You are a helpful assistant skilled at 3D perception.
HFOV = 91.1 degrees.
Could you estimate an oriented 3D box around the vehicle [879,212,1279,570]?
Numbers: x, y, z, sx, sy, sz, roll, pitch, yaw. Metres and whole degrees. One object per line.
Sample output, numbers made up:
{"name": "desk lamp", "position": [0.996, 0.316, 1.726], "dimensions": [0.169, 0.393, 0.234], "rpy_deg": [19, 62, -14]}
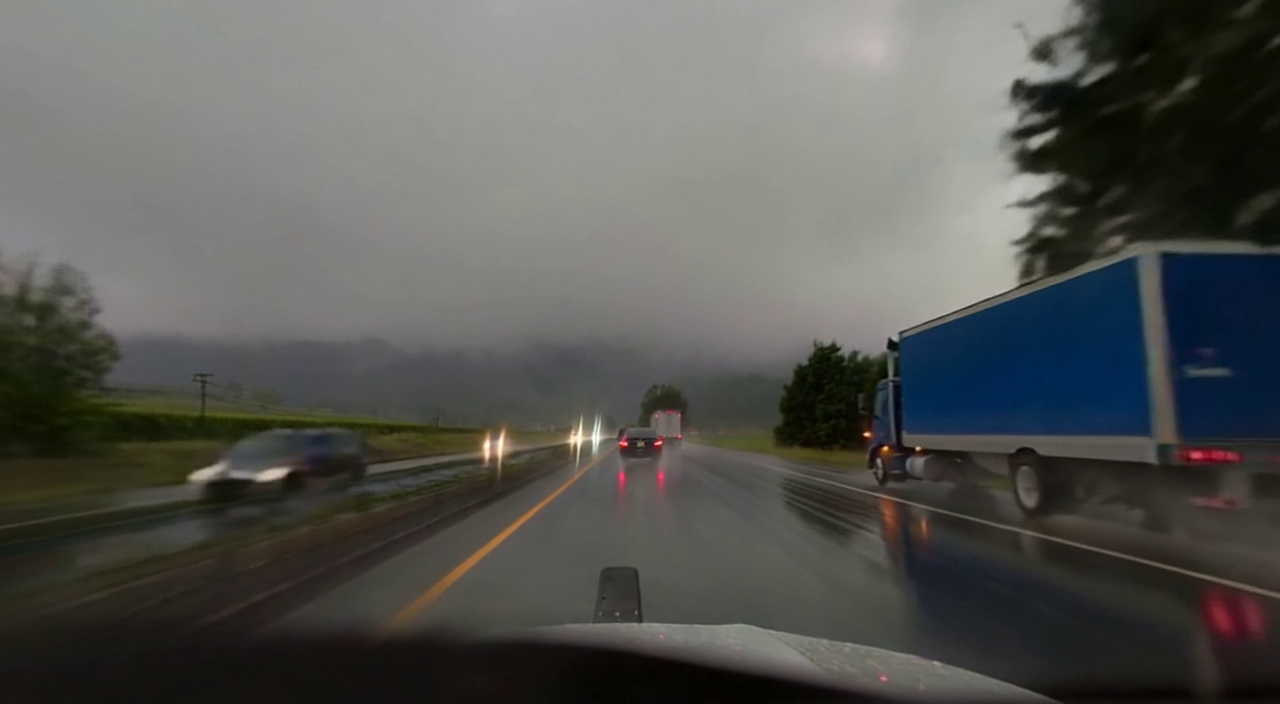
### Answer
{"name": "vehicle", "position": [7.464, 0.922, 10.847], "dimensions": [3.010, 3.638, 8.978], "rpy_deg": [0, -8, -1]}

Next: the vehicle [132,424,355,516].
{"name": "vehicle", "position": [-7.607, 2.261, 12.641], "dimensions": [1.869, 1.521, 4.034], "rpy_deg": [0, -8, -1]}

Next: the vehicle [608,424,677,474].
{"name": "vehicle", "position": [0.053, 3.425, 22.503], "dimensions": [2.216, 1.623, 4.220], "rpy_deg": [0, -8, -1]}
